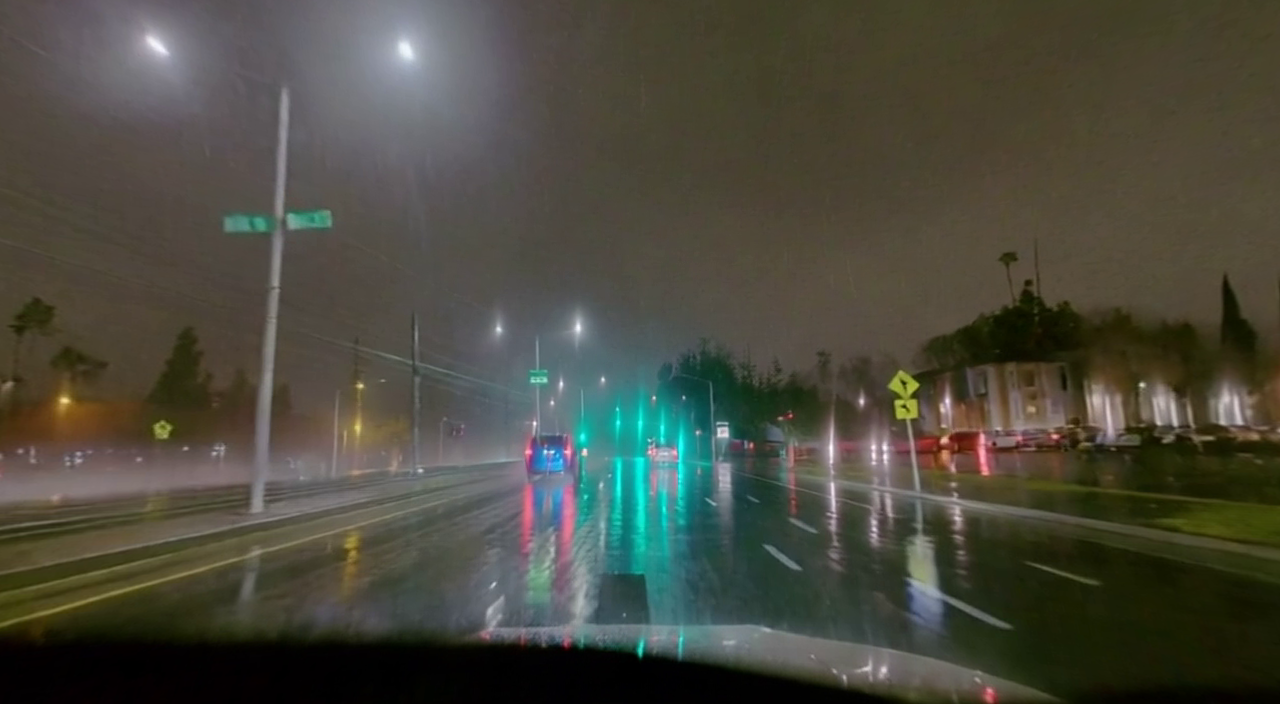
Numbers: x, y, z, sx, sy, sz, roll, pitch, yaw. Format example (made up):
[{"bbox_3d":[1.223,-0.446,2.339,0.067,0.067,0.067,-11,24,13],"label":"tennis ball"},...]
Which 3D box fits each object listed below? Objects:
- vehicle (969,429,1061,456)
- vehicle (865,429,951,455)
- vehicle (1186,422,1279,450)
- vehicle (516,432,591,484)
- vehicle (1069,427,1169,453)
[{"bbox_3d":[22.768,5.517,38.389,4.325,1.534,1.876,0,-8,0],"label":"vehicle"},{"bbox_3d":[20.515,6.926,48.349,5.571,1.931,2.145,0,-8,0],"label":"vehicle"},{"bbox_3d":[36.416,5.151,38.763,4.045,1.426,1.701,-2,-4,1],"label":"vehicle"},{"bbox_3d":[-3.253,4.090,24.628,2.150,1.812,4.423,0,-8,2],"label":"vehicle"},{"bbox_3d":[29.040,5.392,38.324,4.479,1.470,1.823,-1,-9,2],"label":"vehicle"}]
